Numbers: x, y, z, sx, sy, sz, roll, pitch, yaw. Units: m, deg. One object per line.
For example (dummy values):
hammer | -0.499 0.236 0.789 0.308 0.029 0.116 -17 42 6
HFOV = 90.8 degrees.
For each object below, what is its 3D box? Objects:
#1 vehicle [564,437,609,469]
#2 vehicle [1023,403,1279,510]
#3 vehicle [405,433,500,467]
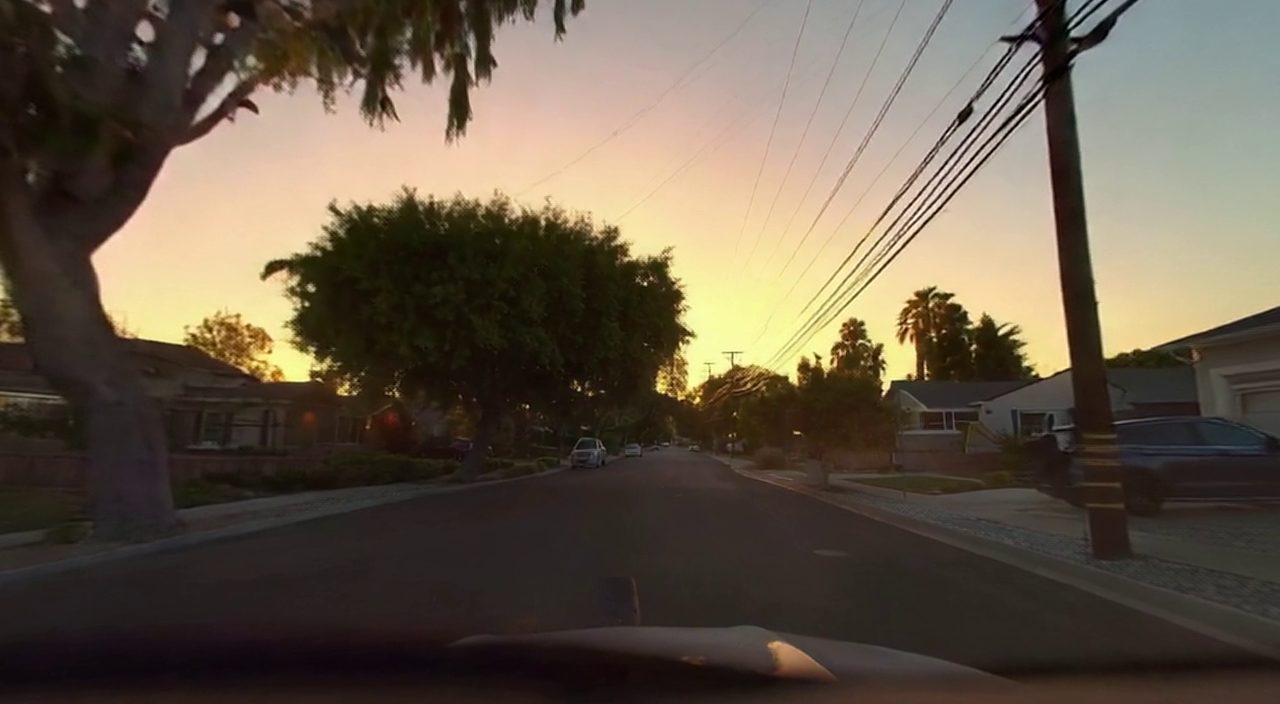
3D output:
vehicle | -3.920 7.640 47.736 2.739 2.164 6.065 -2 -9 1
vehicle | 11.133 2.017 12.376 5.693 1.886 2.235 0 -8 4
vehicle | -11.252 5.921 38.230 5.033 1.997 2.126 0 -8 2
